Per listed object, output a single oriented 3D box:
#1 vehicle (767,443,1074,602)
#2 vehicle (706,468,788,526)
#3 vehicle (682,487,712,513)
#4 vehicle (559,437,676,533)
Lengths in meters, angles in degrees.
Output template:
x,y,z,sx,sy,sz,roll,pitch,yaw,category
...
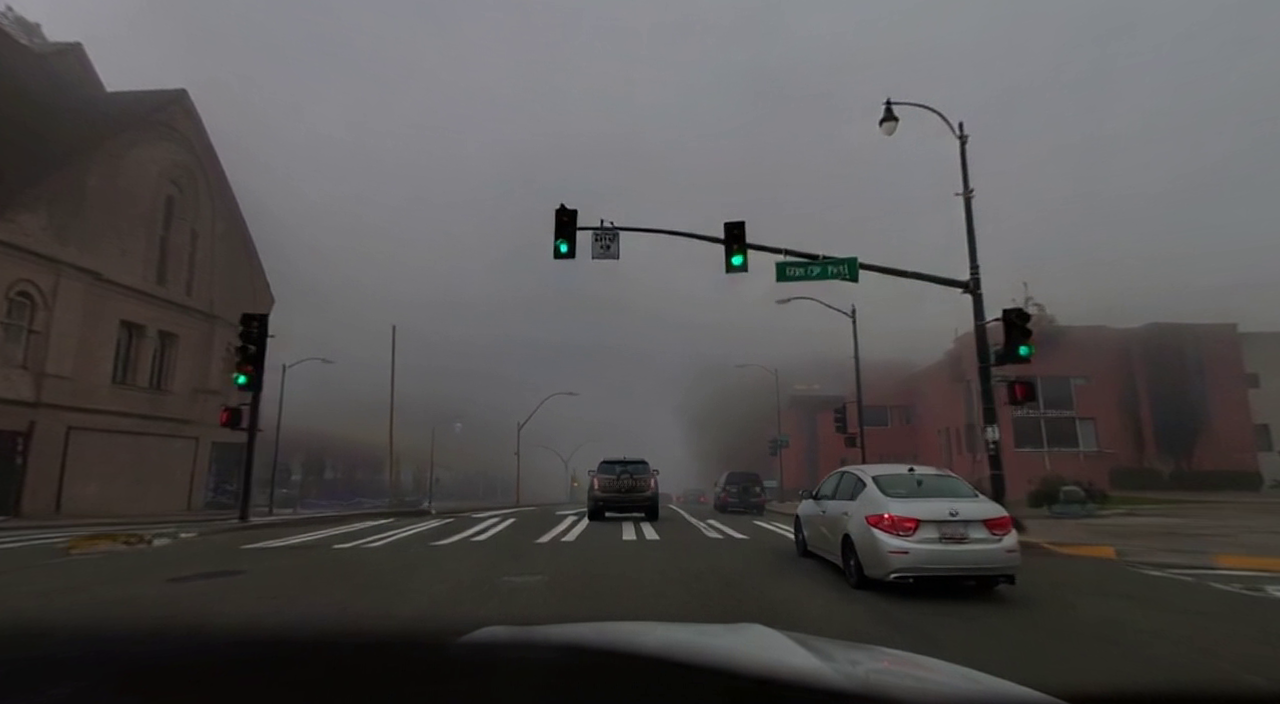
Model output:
x,y,z,sx,sy,sz,roll,pitch,yaw,category
3.108,1.946,8.257,1.883,1.472,4.471,0,-8,-1,vehicle
3.266,4.504,20.048,1.890,1.491,4.166,0,-8,1,vehicle
4.480,11.368,48.806,2.027,1.771,4.470,0,-11,9,vehicle
-0.432,2.784,13.885,2.168,1.776,4.135,0,-8,-1,vehicle
